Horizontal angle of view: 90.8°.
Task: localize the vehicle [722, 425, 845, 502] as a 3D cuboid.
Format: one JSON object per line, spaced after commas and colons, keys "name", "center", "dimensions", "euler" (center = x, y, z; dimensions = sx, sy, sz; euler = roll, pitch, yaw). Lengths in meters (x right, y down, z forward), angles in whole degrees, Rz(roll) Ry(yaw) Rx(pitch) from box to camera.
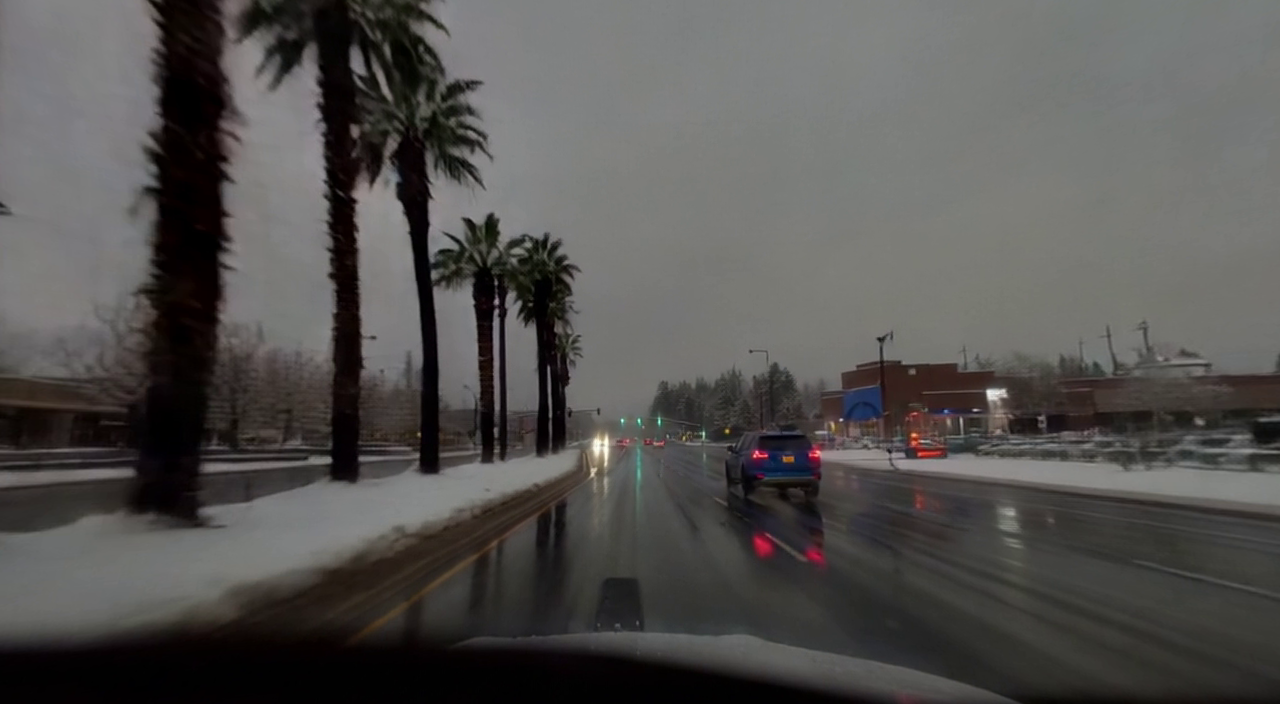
{"name": "vehicle", "center": [3.475, 2.801, 16.210], "dimensions": [2.072, 1.696, 4.177], "euler": [0, -8, -1]}
